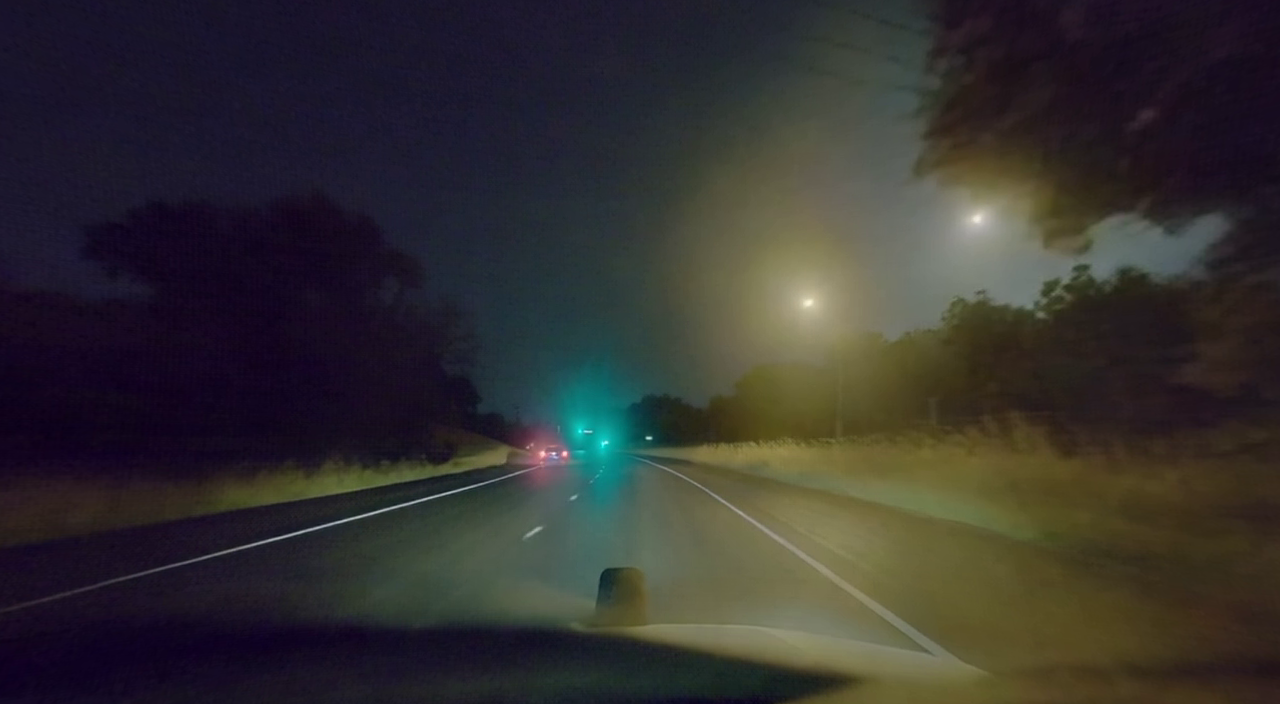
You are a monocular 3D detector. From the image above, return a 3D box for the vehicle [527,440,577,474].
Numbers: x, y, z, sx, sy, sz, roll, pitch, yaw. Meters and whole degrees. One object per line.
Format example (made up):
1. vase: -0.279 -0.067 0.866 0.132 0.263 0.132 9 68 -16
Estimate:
1. vehicle: -4.167 5.048 30.507 1.968 1.503 4.443 0 -8 -2
